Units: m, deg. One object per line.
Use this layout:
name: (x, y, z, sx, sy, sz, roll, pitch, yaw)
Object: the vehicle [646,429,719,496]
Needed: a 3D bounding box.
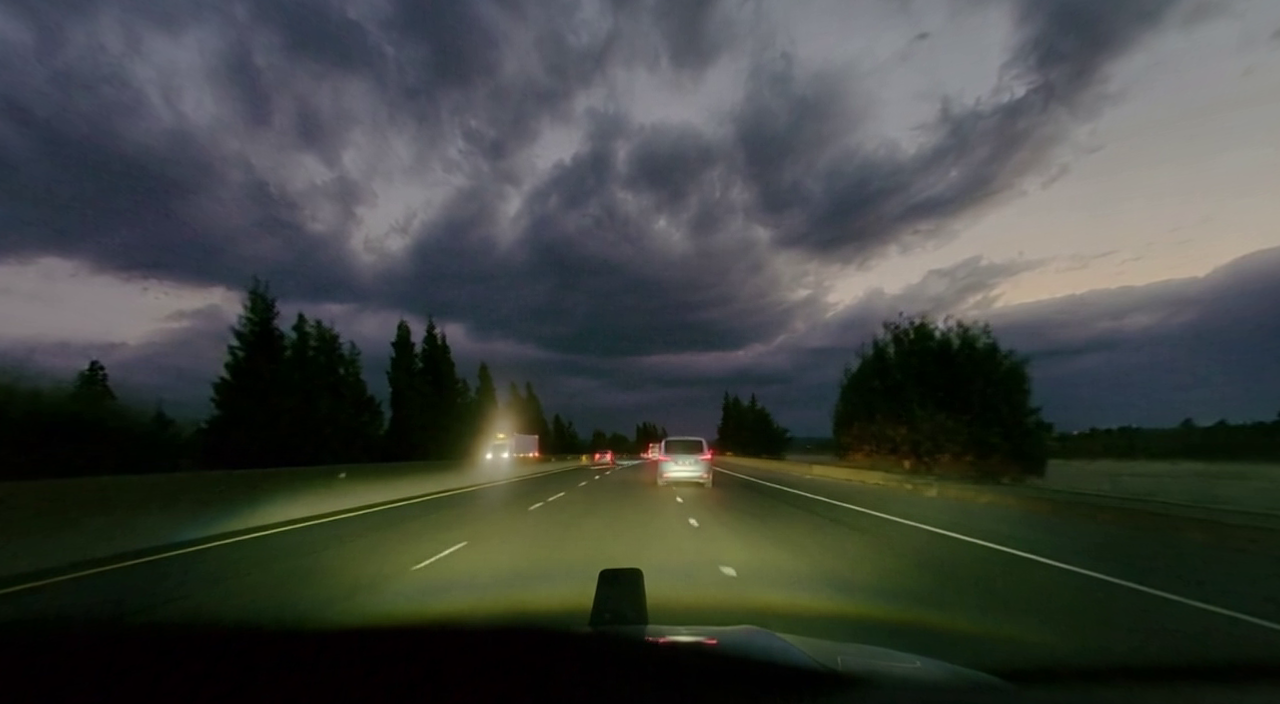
vehicle: (1.415, 3.786, 21.898, 2.219, 2.033, 4.911, -1, -9, 2)
